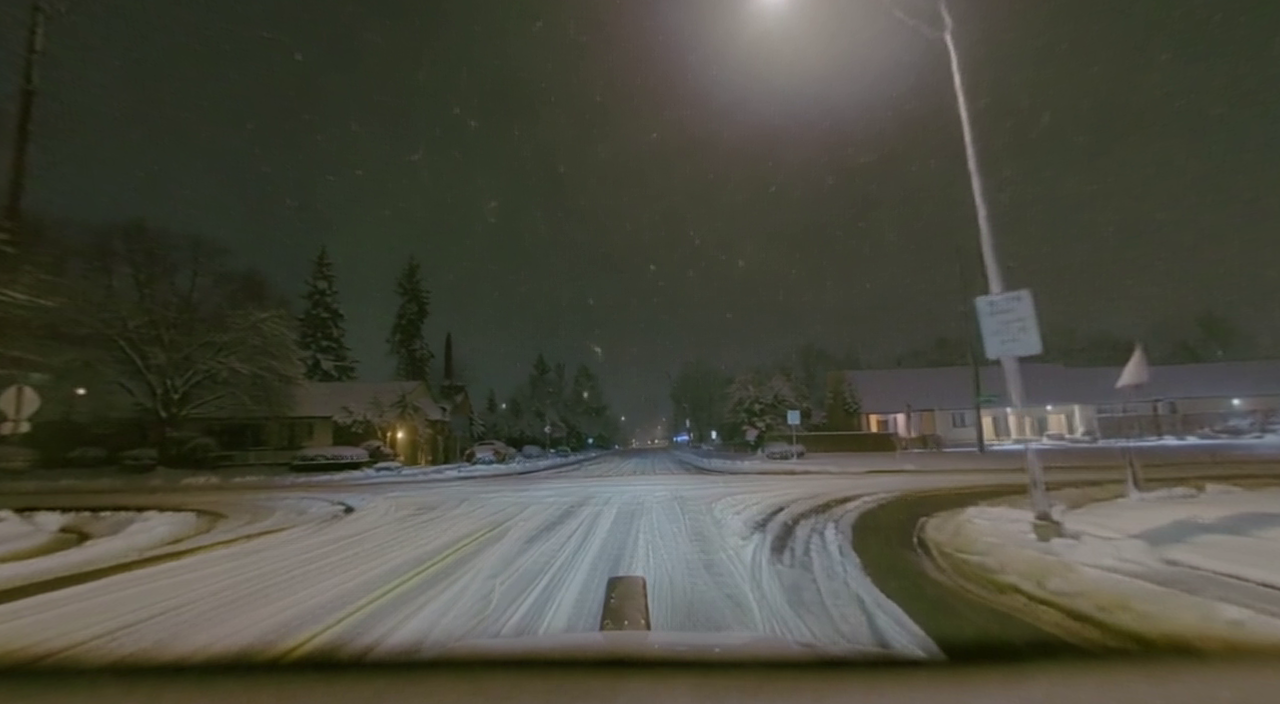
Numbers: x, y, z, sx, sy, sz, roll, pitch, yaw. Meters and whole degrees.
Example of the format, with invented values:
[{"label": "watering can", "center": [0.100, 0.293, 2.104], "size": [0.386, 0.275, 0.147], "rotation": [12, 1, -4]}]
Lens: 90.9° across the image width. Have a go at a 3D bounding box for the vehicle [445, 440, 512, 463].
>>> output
[{"label": "vehicle", "center": [-12.679, 7.816, 49.685], "size": [4.702, 1.761, 1.978], "rotation": [0, -8, 3]}]
